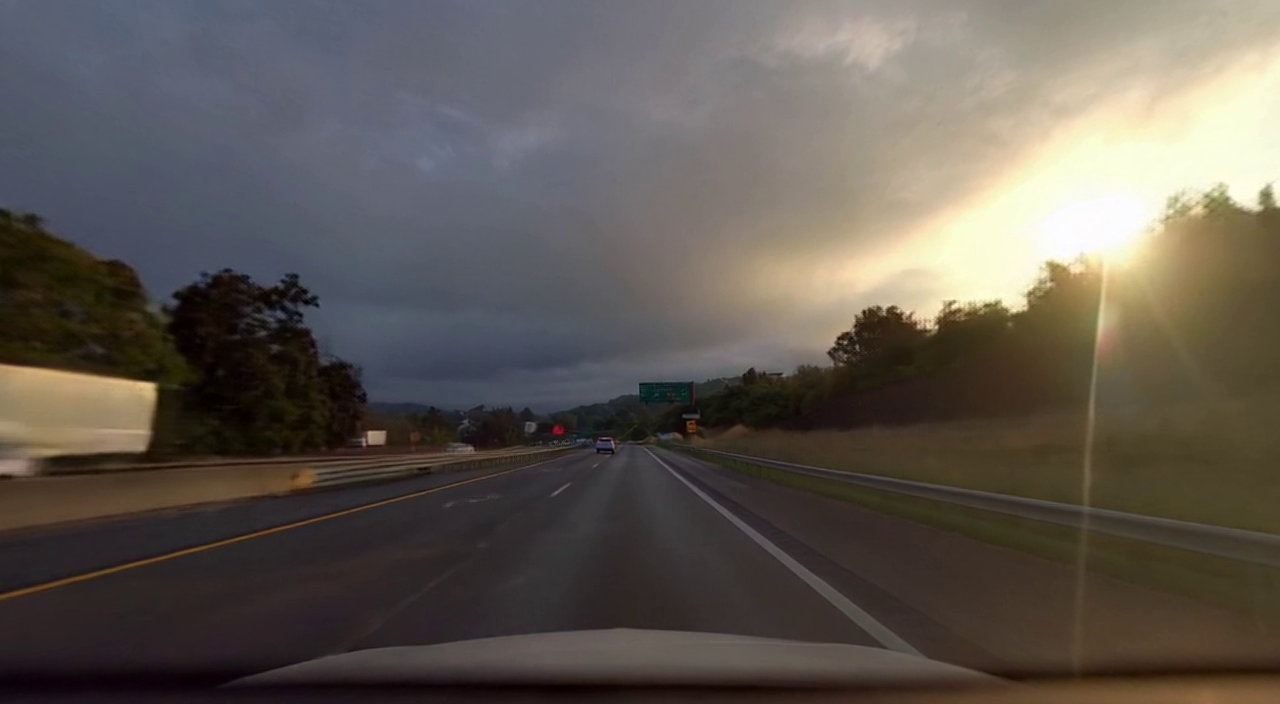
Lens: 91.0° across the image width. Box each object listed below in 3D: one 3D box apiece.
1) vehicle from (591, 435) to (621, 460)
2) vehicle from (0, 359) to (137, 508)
[{"bbox_3d":[-2.526,7.281,48.043,2.188,1.825,4.282,0,-8,-1],"label":"vehicle"},{"bbox_3d":[-17.698,2.073,15.889,2.869,3.747,8.541,0,-8,0],"label":"vehicle"}]
